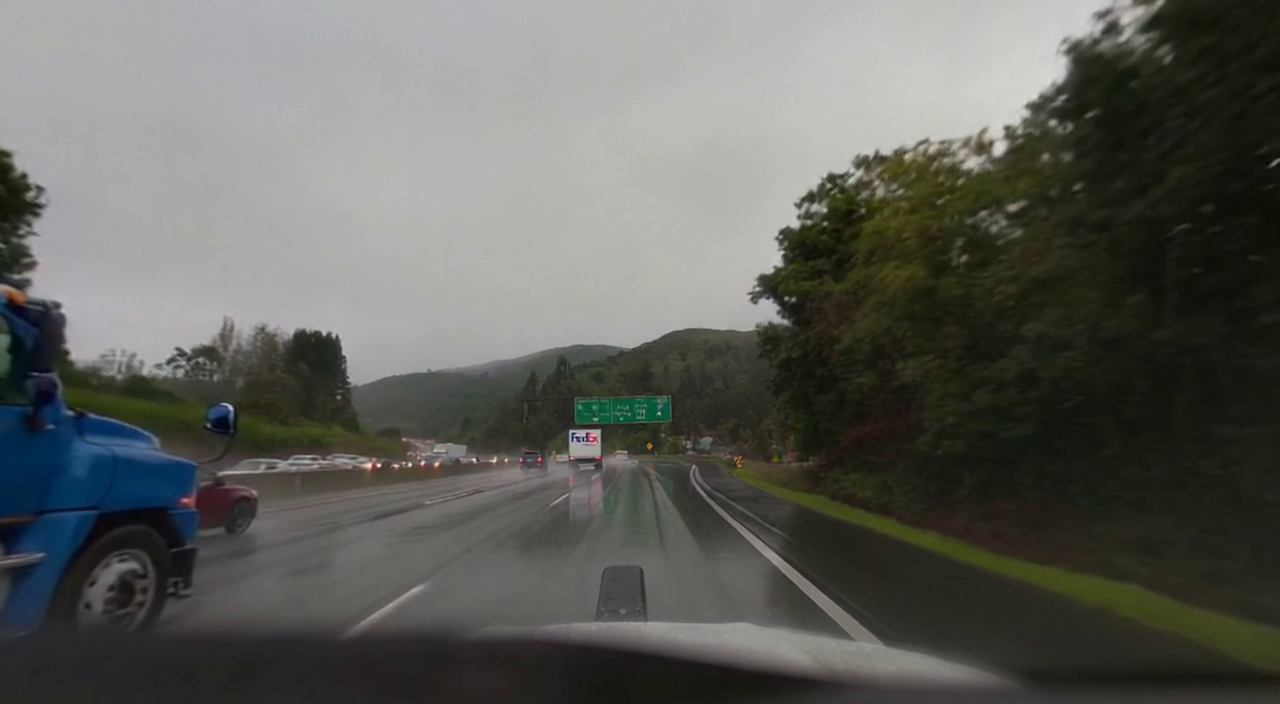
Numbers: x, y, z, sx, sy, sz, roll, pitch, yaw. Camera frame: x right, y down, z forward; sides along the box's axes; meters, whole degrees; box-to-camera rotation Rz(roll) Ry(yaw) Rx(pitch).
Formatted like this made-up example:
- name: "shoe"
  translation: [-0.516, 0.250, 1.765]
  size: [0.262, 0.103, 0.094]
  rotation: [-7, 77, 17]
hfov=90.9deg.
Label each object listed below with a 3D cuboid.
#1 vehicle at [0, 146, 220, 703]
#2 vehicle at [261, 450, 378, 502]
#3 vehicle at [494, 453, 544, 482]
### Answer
- name: "vehicle"
  translation: [-4.251, 0.202, 1.524]
  size: [2.318, 2.834, 5.910]
  rotation: [0, -9, 0]
- name: "vehicle"
  translation: [-11.664, 4.495, 23.379]
  size: [1.931, 1.692, 4.443]
  rotation: [0, -9, 1]
- name: "vehicle"
  translation: [-7.829, 7.475, 41.242]
  size: [2.294, 1.710, 4.436]
  rotation: [1, -9, 1]
